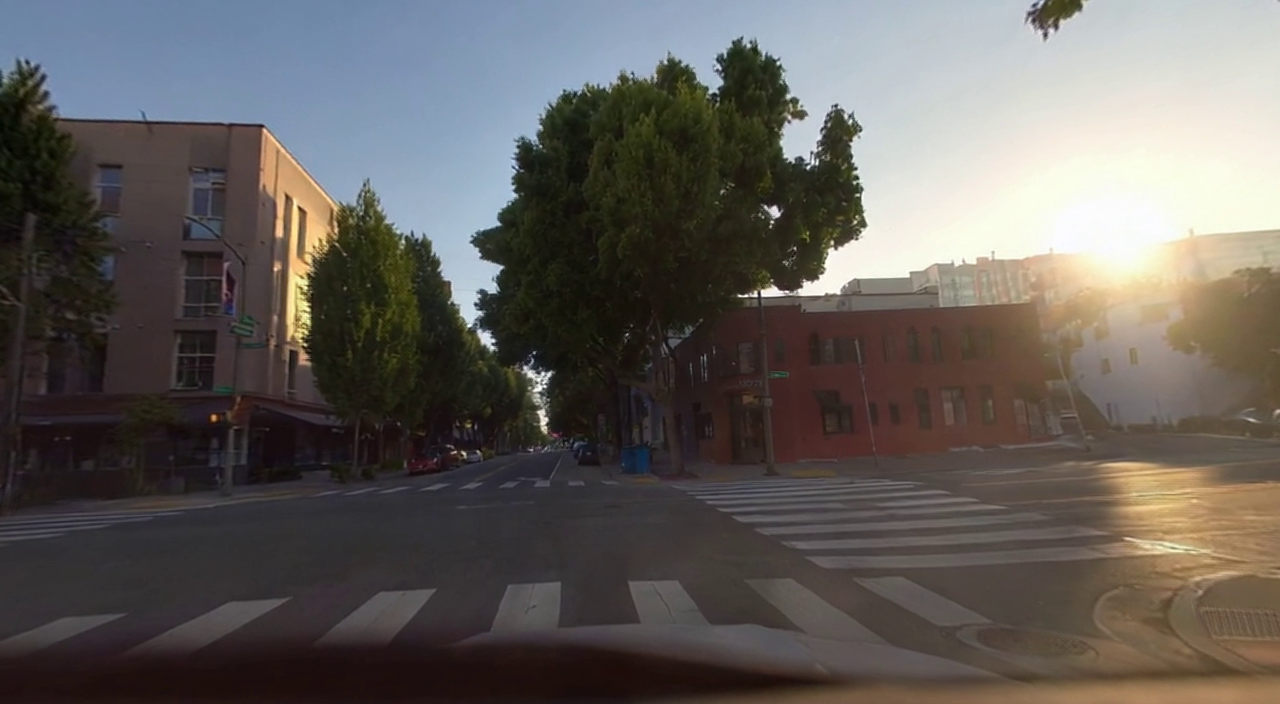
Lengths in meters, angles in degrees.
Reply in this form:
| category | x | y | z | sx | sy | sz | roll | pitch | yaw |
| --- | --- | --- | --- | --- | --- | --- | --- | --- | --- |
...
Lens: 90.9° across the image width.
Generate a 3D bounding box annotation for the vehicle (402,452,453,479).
| category | x | y | z | sx | sy | sz | roll | pitch | yaw |
| --- | --- | --- | --- | --- | --- | --- | --- | --- | --- |
| vehicle | -12.896 | 6.907 | 38.530 | 2.033 | 1.491 | 4.298 | 1 | -9 | -6 |
